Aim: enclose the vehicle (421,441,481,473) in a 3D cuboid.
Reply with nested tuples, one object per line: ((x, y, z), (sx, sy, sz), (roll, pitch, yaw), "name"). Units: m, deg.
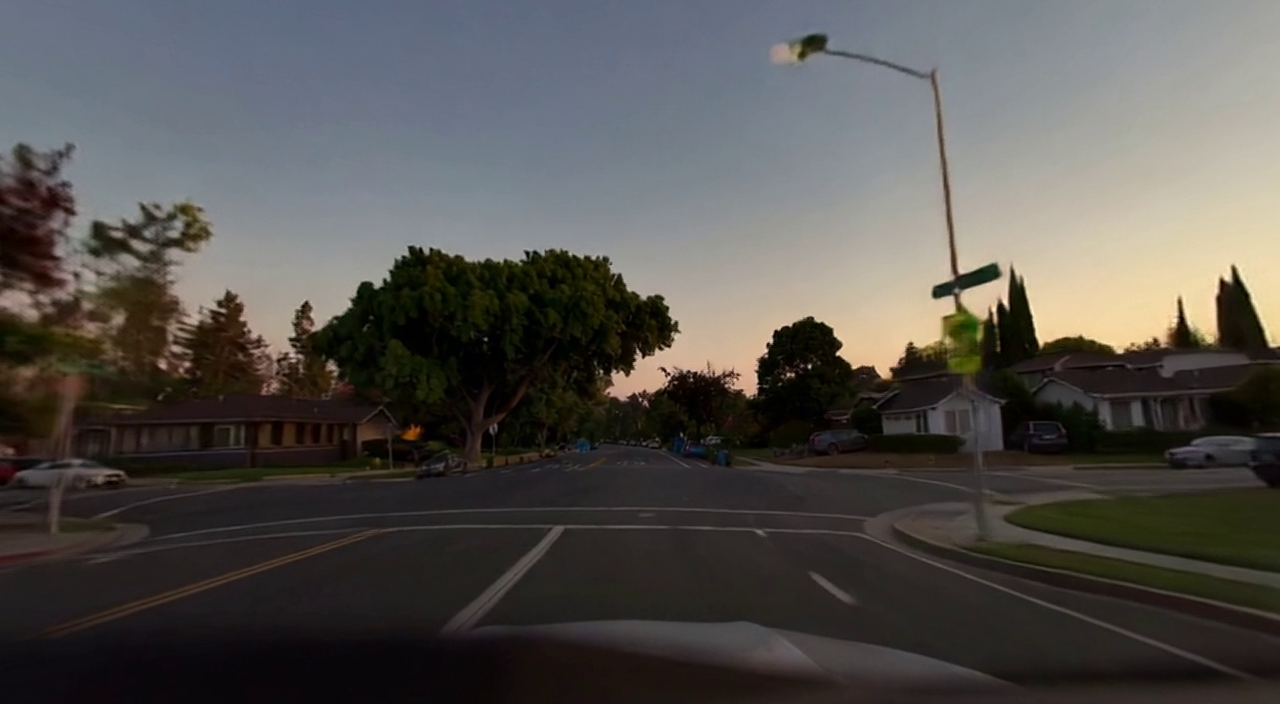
((-10.974, 6.143, 37.070), (2.037, 1.755, 4.434), (0, -9, 1), "vehicle")

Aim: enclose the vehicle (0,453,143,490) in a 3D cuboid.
((-24.518, 5.130, 27.287), (4.197, 1.431, 2.165), (0, -9, 0), "vehicle")

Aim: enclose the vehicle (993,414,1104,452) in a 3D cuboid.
((23.071, 4.623, 35.829), (4.831, 2.013, 2.082), (1, -9, -1), "vehicle")

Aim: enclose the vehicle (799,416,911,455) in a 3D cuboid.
((13.536, 5.386, 40.125), (6.244, 2.050, 2.209), (-9, -14, 38), "vehicle")

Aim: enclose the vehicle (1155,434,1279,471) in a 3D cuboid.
((24.069, 4.167, 26.140), (4.281, 1.413, 1.823), (2, -9, -10), "vehicle")

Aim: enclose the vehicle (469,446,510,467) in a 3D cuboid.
((-10.779, 7.494, 45.456), (1.948, 1.410, 4.361), (1, -9, -1), "vehicle")
